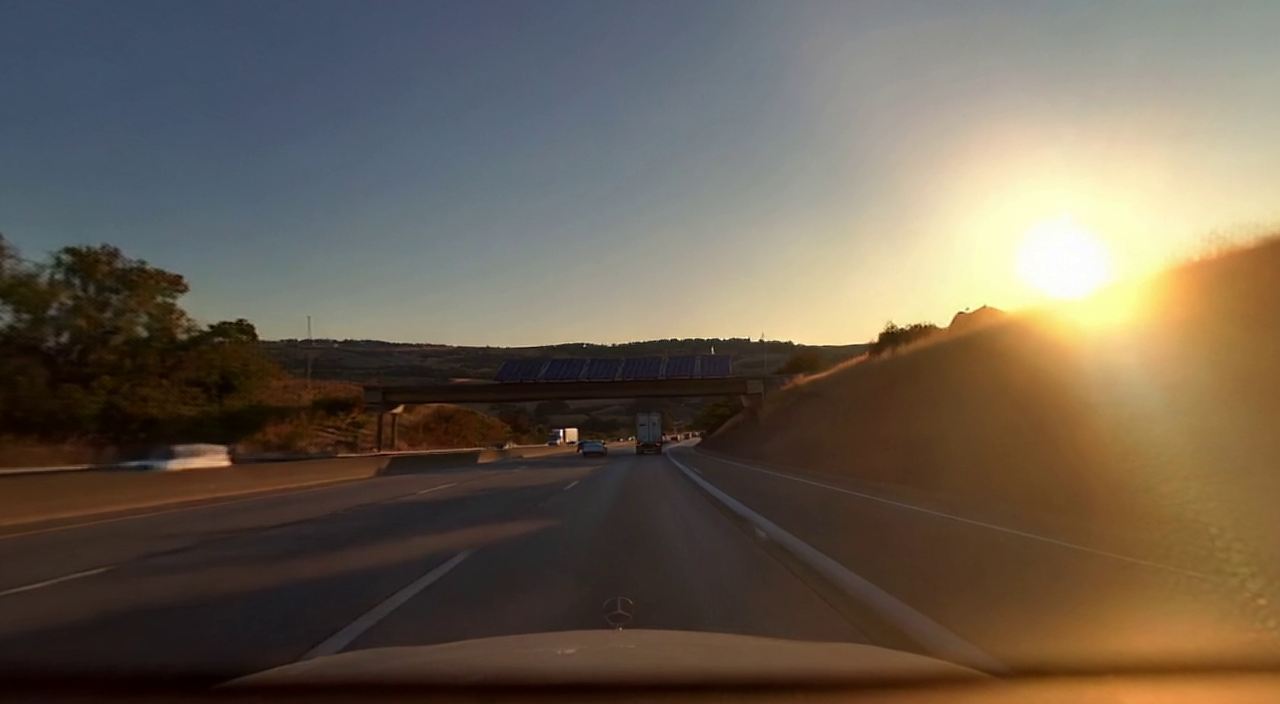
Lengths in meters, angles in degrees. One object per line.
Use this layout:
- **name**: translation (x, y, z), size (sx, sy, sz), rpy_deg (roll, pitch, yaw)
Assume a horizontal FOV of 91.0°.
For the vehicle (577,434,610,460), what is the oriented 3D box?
- **vehicle**: translation (-3.627, 7.526, 49.979), size (2.130, 1.935, 4.817), rpy_deg (-1, -8, 1)
